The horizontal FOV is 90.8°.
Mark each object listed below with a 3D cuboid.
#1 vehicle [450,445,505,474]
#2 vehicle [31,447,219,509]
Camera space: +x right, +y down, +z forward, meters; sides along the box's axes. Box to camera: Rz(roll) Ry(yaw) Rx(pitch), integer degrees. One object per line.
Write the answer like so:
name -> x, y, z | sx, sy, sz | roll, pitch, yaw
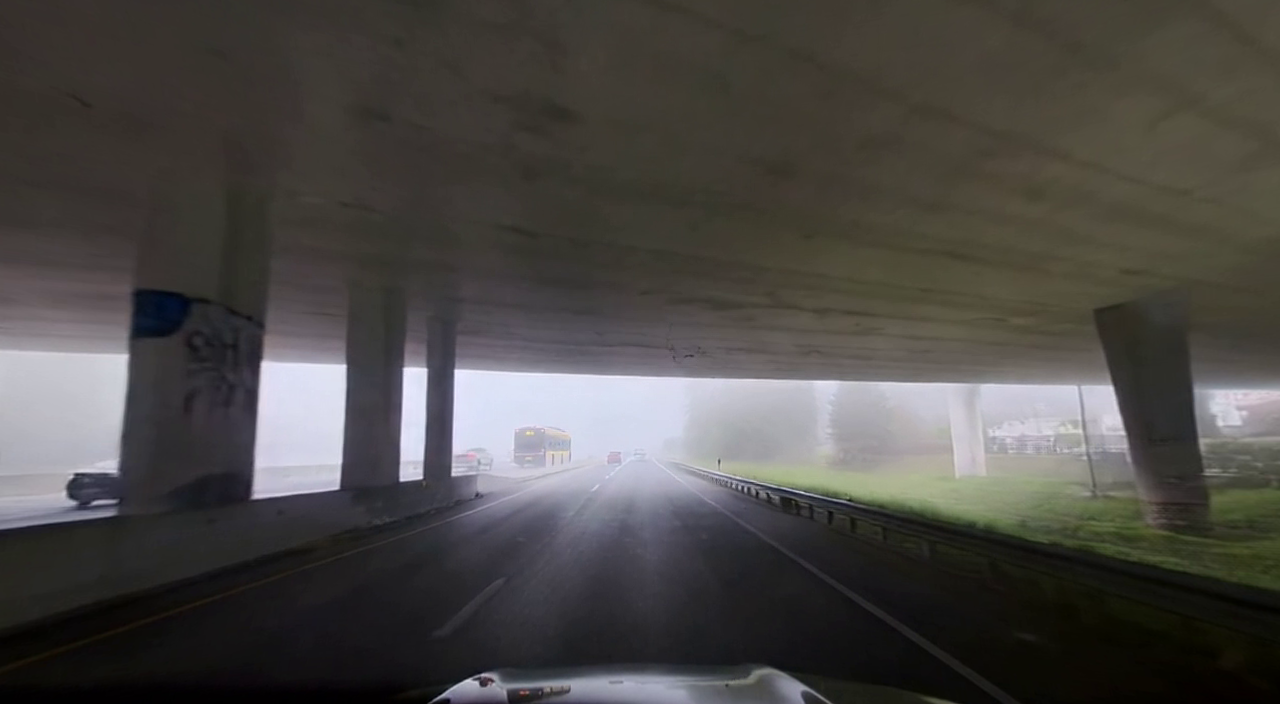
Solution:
vehicle -> -9.510, 6.310, 37.359 | 1.979, 1.600, 4.516 | 0, -9, 1
vehicle -> -13.795, 3.340, 17.249 | 1.878, 1.470, 3.825 | 0, -9, 0
